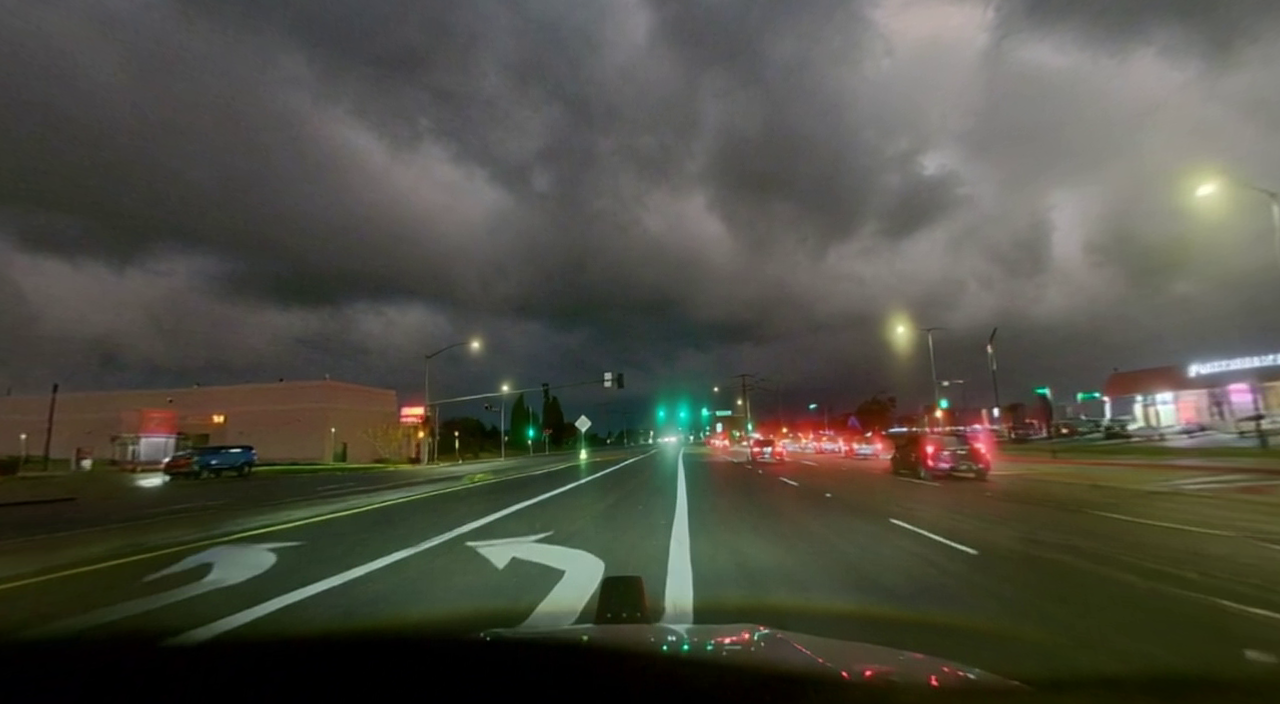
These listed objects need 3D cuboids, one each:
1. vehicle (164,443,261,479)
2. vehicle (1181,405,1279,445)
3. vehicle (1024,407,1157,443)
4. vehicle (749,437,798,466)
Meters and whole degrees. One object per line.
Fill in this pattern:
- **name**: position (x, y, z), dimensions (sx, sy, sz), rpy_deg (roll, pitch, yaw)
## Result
- **vehicle**: position (-28.473, 7.248, 42.298), dimensions (2.298, 2.186, 5.973), rpy_deg (0, -9, 1)
- **vehicle**: position (28.800, 3.475, 29.880), dimensions (4.326, 1.788, 1.984), rpy_deg (-1, -9, 2)
- **vehicle**: position (29.745, 4.887, 41.845), dimensions (6.608, 2.249, 2.726), rpy_deg (-1, -9, 2)
- **vehicle**: position (7.481, 5.618, 35.651), dimensions (2.038, 1.528, 4.259), rpy_deg (-1, -9, 3)
